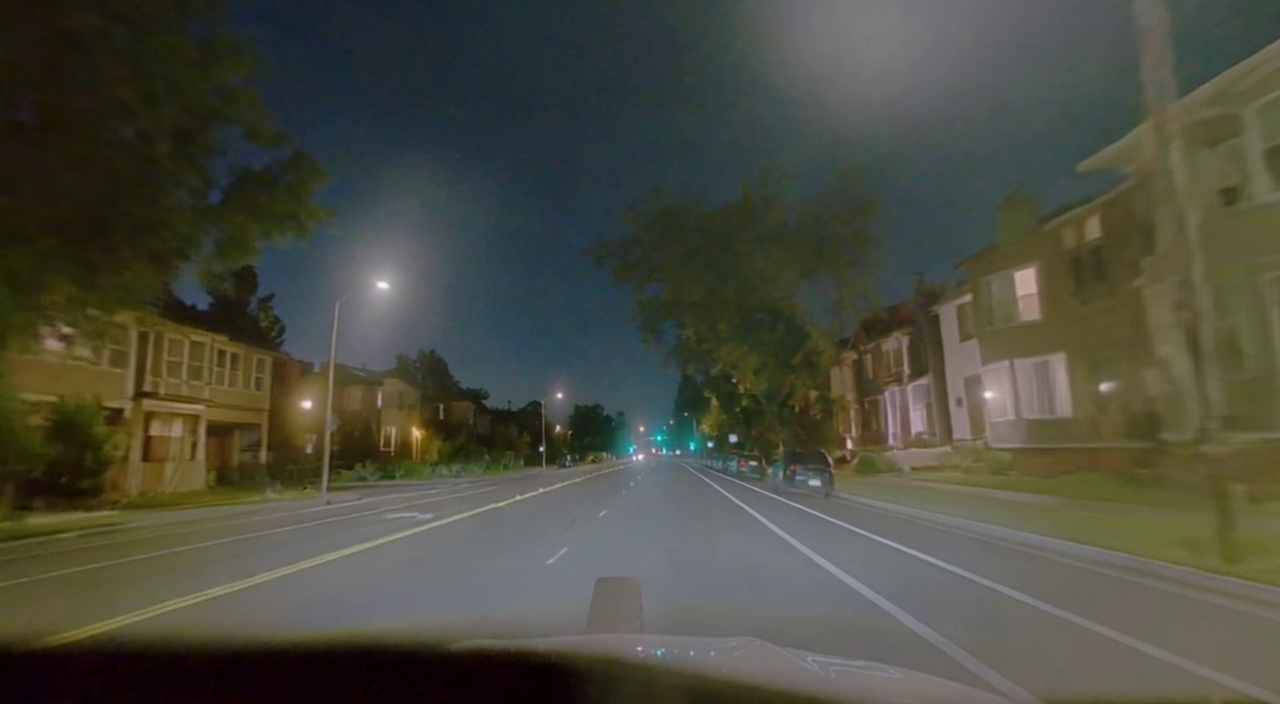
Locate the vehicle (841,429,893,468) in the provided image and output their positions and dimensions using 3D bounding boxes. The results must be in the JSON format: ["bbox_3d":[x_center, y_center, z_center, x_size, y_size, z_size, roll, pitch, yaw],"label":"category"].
[{"bbox_3d":[13.883,5.840,38.359,2.330,2.123,6.314,-4,-9,25],"label":"vehicle"}]

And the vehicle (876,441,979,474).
[{"bbox_3d":[14.172,5.203,31.330,4.132,1.535,1.923,-1,-8,3],"label":"vehicle"}]

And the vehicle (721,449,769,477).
[{"bbox_3d":[6.102,6.466,37.103,1.938,1.464,4.390,-1,-8,-2],"label":"vehicle"}]

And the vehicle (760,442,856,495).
[{"bbox_3d":[5.541,3.941,21.581,1.971,1.558,4.895,0,-10,0],"label":"vehicle"}]
